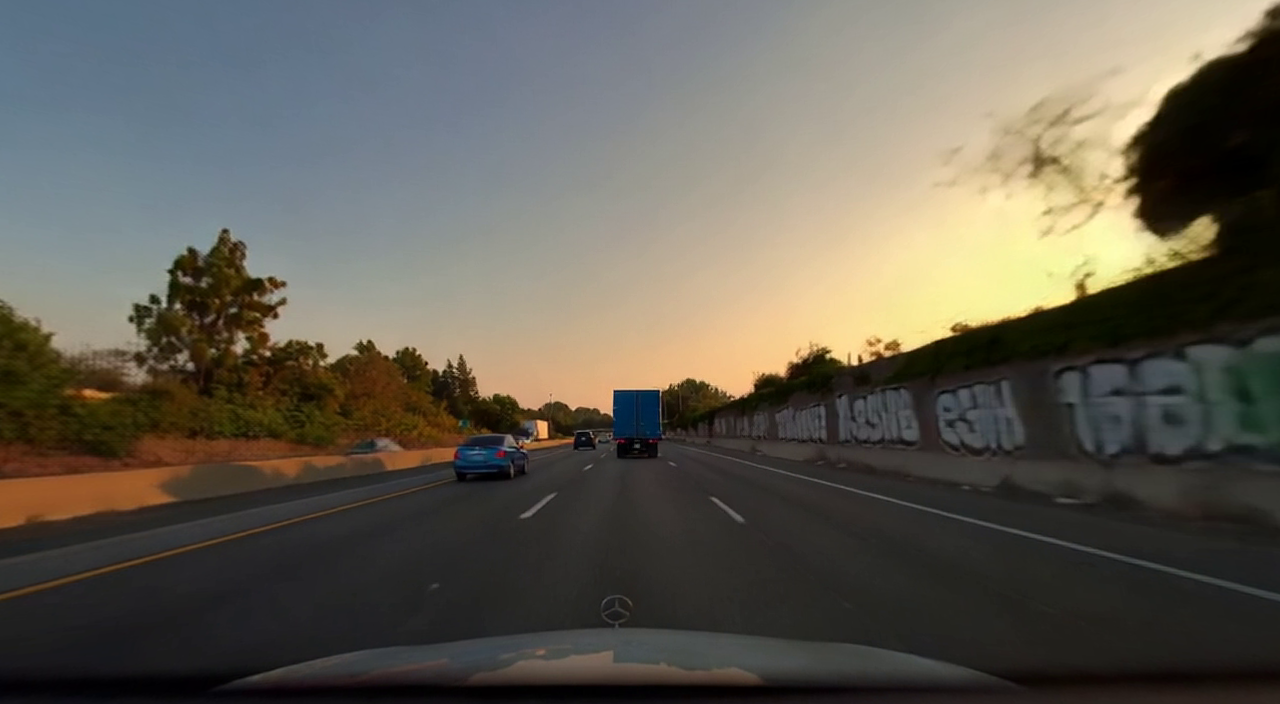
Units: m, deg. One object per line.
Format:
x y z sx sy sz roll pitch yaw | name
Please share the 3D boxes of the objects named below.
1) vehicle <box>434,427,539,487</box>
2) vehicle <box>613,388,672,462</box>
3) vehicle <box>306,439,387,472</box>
-4.351 3.024 18.642 1.948 1.526 4.525 0 -8 0 | vehicle
0.011 4.238 35.894 2.927 3.649 9.443 0 -8 -1 | vehicle
-13.668 4.825 29.674 1.797 1.414 4.296 0 -8 -1 | vehicle
